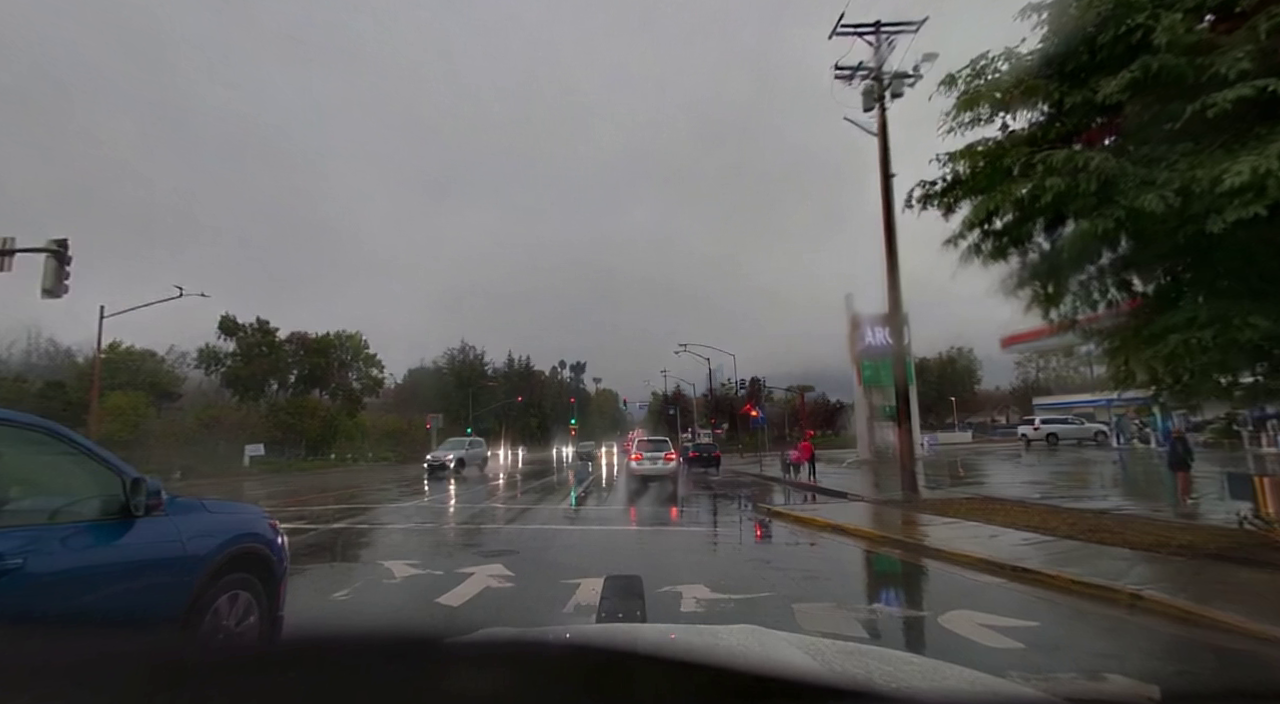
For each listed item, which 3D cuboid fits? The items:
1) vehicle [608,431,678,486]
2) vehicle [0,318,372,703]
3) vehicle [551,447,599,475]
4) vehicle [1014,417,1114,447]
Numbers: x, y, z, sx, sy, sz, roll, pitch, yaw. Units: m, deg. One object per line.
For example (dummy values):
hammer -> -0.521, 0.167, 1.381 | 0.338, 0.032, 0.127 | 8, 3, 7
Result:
vehicle -> 0.050, 4.314, 25.856 | 2.552, 1.999, 5.498 | 0, -8, -1
vehicle -> -3.104, 0.805, 2.156 | 2.247, 1.734, 4.919 | 0, -8, -1
vehicle -> -3.668, 6.293, 36.584 | 2.192, 1.458, 4.594 | 0, -8, 1
vehicle -> 28.315, 5.392, 42.177 | 5.102, 1.893, 2.120 | 0, -9, -1
